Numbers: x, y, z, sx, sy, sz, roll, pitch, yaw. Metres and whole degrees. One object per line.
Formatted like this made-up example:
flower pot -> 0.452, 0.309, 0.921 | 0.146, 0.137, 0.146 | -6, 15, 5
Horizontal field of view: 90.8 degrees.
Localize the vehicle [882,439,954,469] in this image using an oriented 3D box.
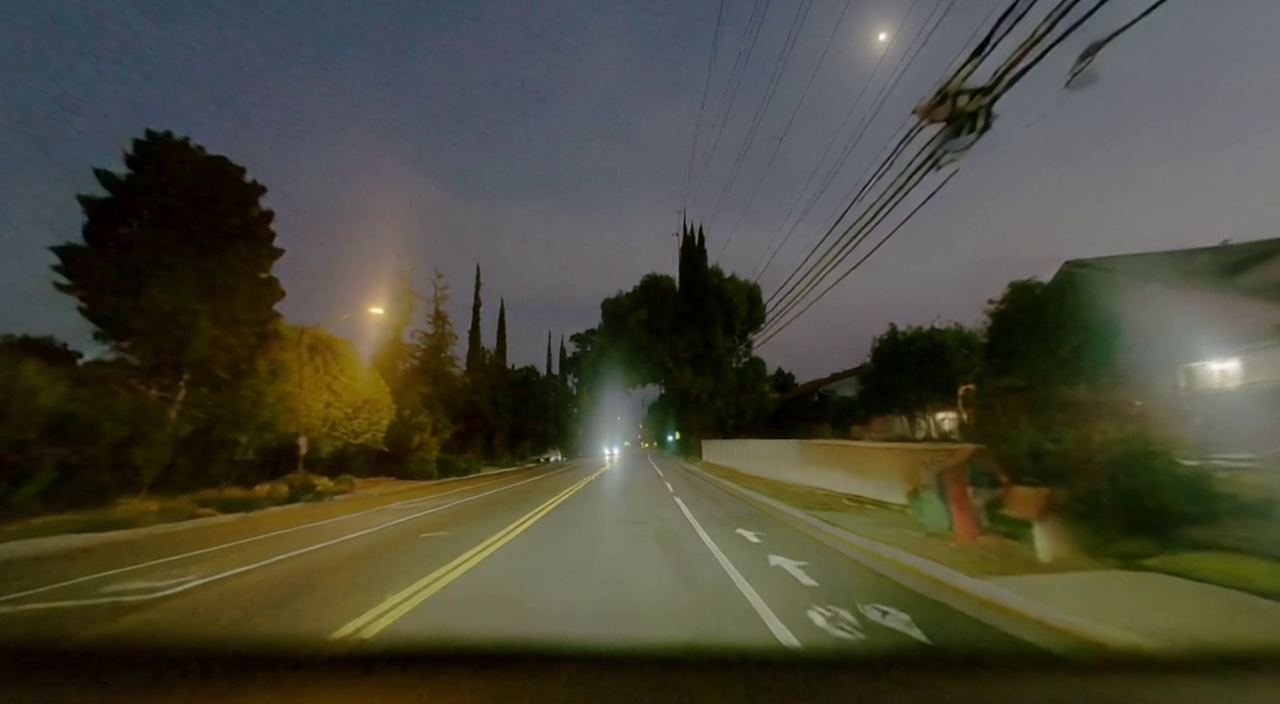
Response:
vehicle -> 14.672, 5.375, 33.620 | 1.810, 1.470, 4.551 | 0, -8, 0
